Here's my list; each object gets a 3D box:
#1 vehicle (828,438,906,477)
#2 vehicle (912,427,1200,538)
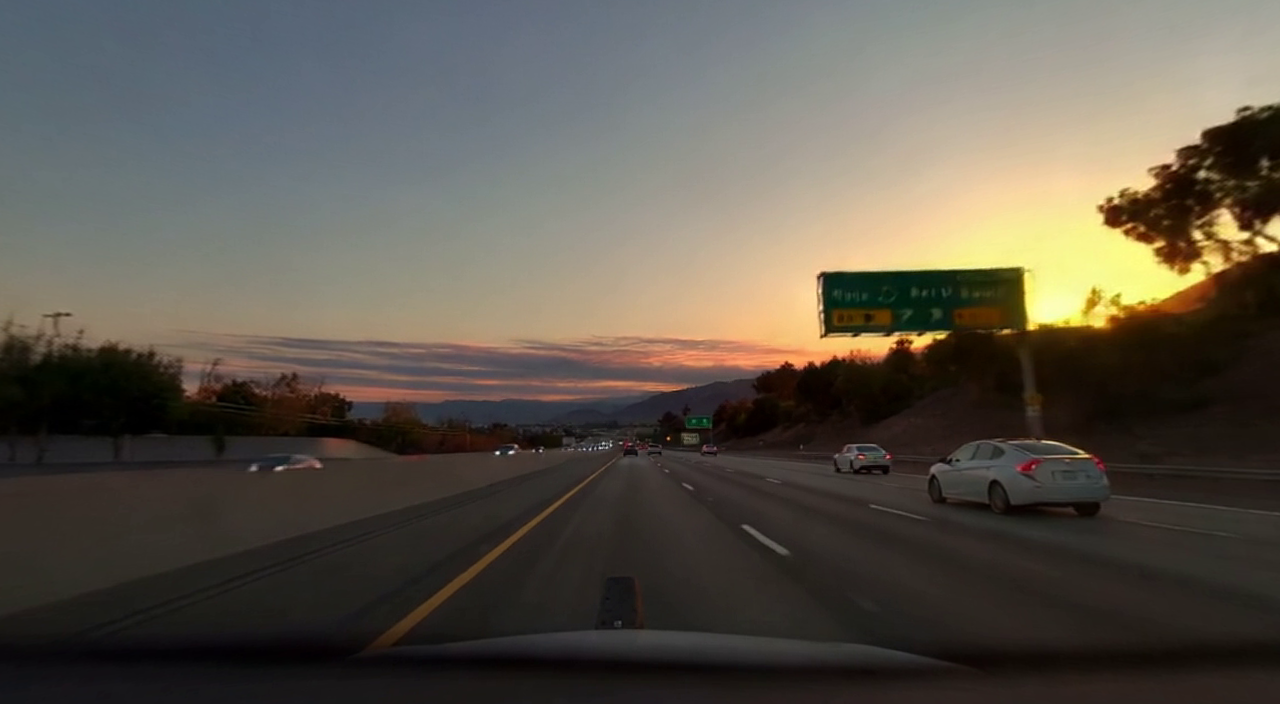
[{"bbox_3d":[10.853,5.056,30.561,2.068,1.680,4.361,-1,-8,0],"label":"vehicle"},{"bbox_3d":[6.995,2.221,11.440,1.901,1.548,4.684,0,-8,-2],"label":"vehicle"}]
